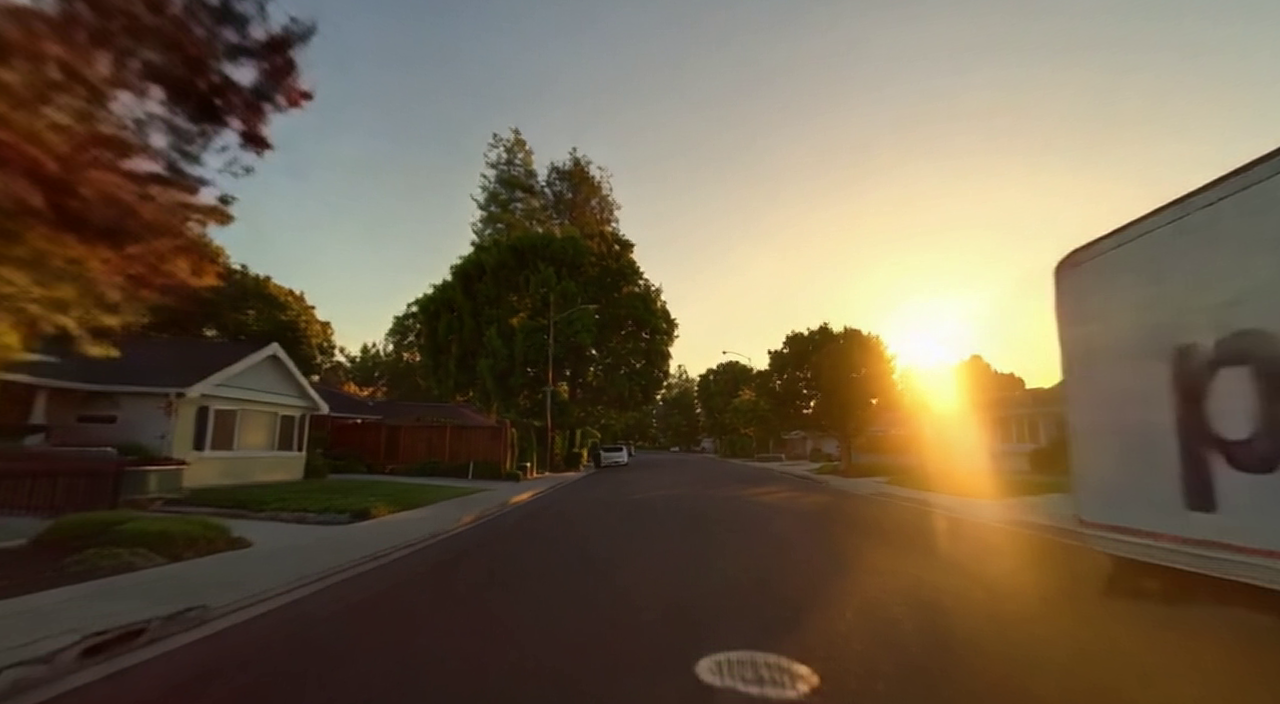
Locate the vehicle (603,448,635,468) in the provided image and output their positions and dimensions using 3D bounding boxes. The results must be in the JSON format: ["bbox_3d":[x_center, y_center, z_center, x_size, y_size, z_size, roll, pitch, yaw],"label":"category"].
[{"bbox_3d":[-1.519,7.868,46.986,2.017,1.397,4.004,-1,-8,4],"label":"vehicle"}]
